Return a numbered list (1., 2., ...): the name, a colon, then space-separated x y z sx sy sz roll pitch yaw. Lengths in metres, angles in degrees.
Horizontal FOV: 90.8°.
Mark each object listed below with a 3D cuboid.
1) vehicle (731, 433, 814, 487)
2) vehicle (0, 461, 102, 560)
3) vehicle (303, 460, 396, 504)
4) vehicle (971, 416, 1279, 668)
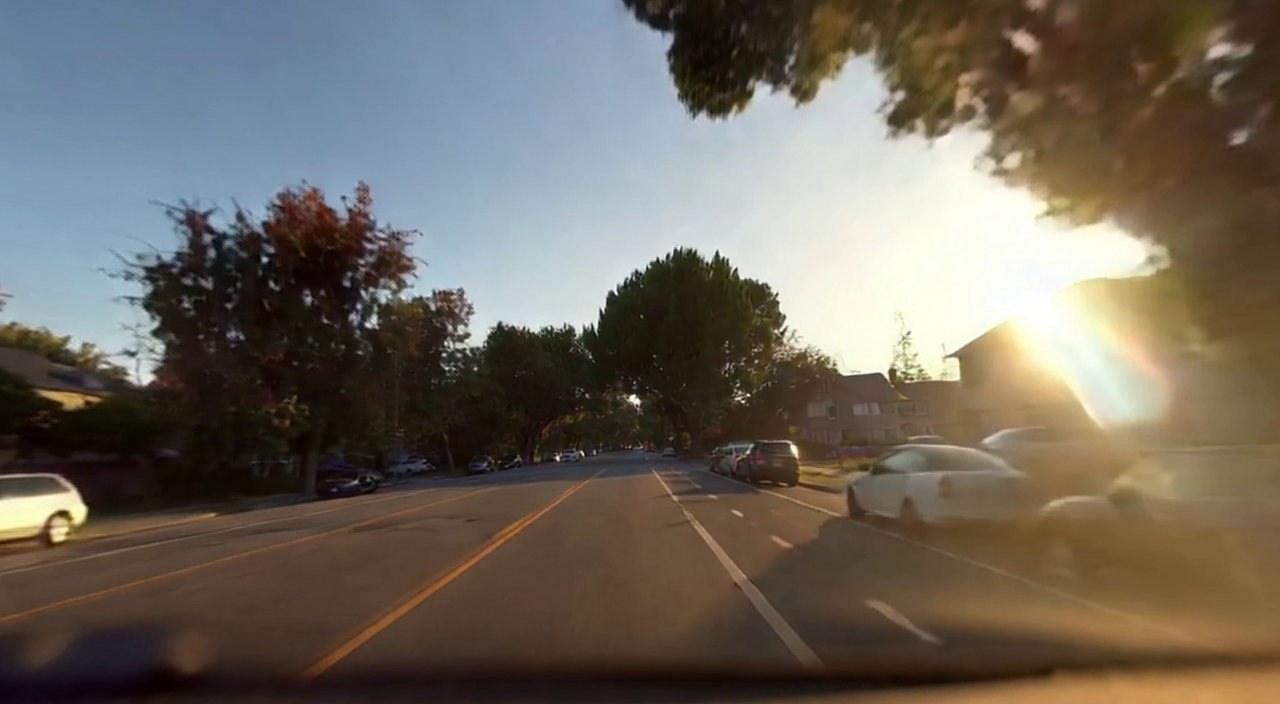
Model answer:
1. vehicle: 4.586 3.833 22.625 1.919 1.698 4.747 0 -9 0
2. vehicle: -12.518 3.000 11.468 2.156 1.692 4.046 -6 -8 -4
3. vehicle: -12.626 5.634 27.771 1.972 1.475 4.503 -5 -9 -1
4. vehicle: 4.839 1.287 4.692 1.933 1.511 5.086 0 -9 -1
